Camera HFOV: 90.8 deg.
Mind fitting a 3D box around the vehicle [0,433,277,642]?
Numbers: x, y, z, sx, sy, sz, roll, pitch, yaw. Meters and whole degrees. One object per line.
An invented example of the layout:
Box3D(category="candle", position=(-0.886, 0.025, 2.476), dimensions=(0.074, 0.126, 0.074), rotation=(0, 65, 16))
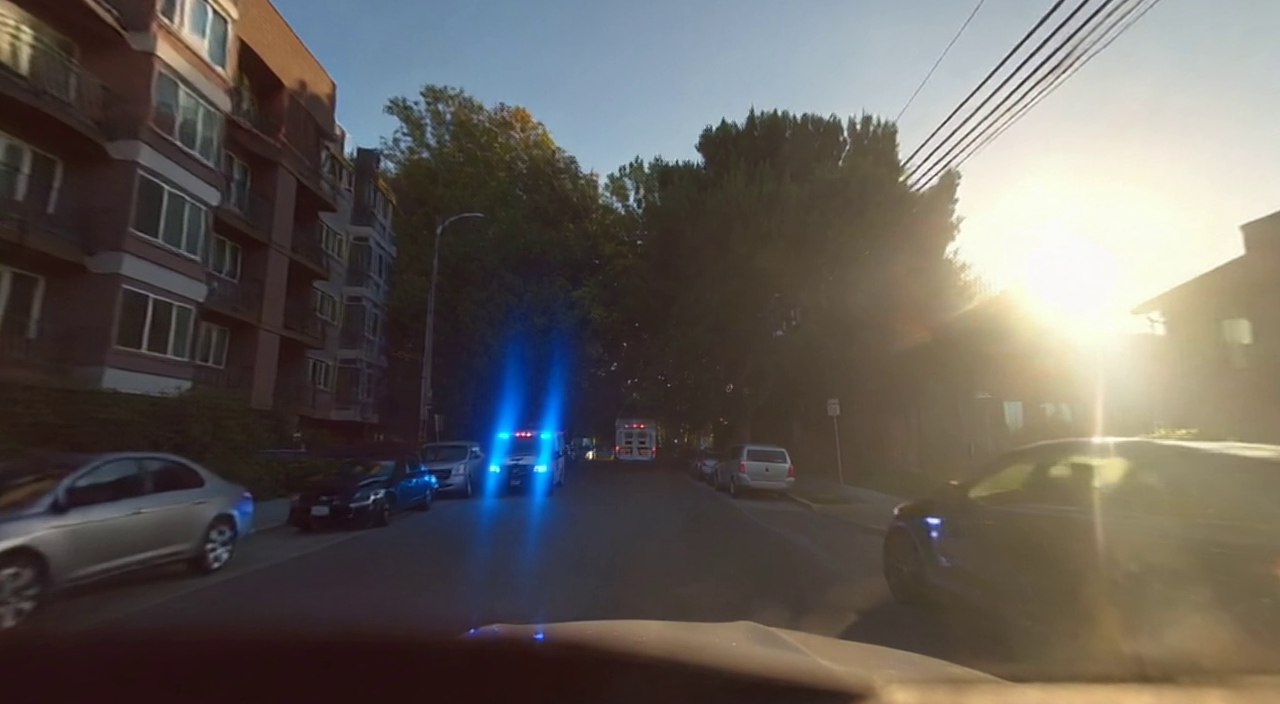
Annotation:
Box3D(category="vehicle", position=(-5.671, 1.615, 5.970), dimensions=(1.903, 1.506, 4.622), rotation=(-4, -8, -2))

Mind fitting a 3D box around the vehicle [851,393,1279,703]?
Box3D(category="vehicle", position=(3.317, 1.313, 4.224), dimensions=(2.155, 1.553, 4.738), rotation=(4, -9, -1))

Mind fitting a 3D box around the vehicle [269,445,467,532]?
Box3D(category="vehicle", position=(-5.326, 2.704, 13.235), dimensions=(2.047, 1.471, 4.647), rotation=(0, -8, 0))

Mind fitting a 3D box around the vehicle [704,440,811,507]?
Box3D(category="vehicle", position=(3.271, 3.455, 18.453), dimensions=(2.035, 1.549, 4.373), rotation=(5, -9, -2))

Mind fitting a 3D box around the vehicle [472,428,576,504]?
Box3D(category="vehicle", position=(-2.985, 3.033, 17.224), dimensions=(2.029, 1.802, 4.229), rotation=(0, -8, 0))

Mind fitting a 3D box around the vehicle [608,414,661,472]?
Box3D(category="vehicle", position=(-0.417, 5.350, 36.959), dimensions=(2.754, 3.008, 7.730), rotation=(0, -8, -2))
